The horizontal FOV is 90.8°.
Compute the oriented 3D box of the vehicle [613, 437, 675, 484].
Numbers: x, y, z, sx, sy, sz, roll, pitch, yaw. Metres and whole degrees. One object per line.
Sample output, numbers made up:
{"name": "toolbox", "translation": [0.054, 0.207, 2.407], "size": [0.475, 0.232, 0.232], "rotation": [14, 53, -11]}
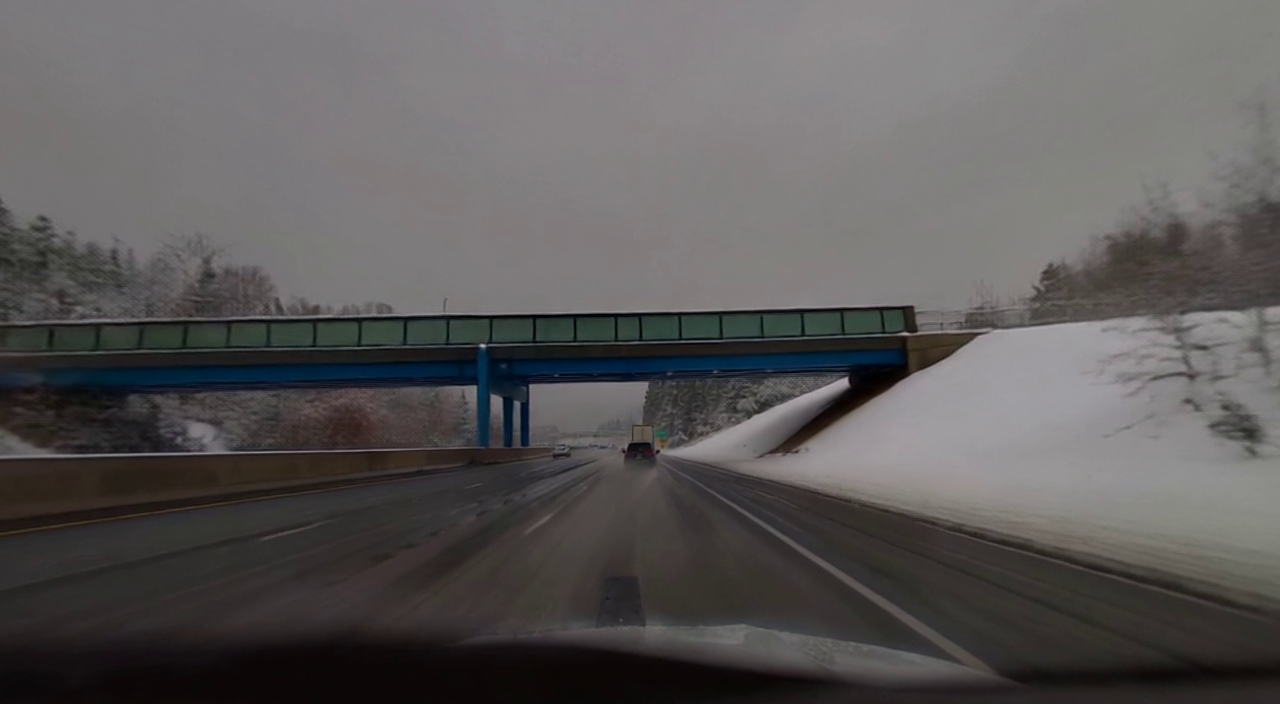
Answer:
{"name": "vehicle", "translation": [0.146, 4.392, 25.851], "size": [2.299, 1.716, 4.579], "rotation": [0, -9, 0]}
